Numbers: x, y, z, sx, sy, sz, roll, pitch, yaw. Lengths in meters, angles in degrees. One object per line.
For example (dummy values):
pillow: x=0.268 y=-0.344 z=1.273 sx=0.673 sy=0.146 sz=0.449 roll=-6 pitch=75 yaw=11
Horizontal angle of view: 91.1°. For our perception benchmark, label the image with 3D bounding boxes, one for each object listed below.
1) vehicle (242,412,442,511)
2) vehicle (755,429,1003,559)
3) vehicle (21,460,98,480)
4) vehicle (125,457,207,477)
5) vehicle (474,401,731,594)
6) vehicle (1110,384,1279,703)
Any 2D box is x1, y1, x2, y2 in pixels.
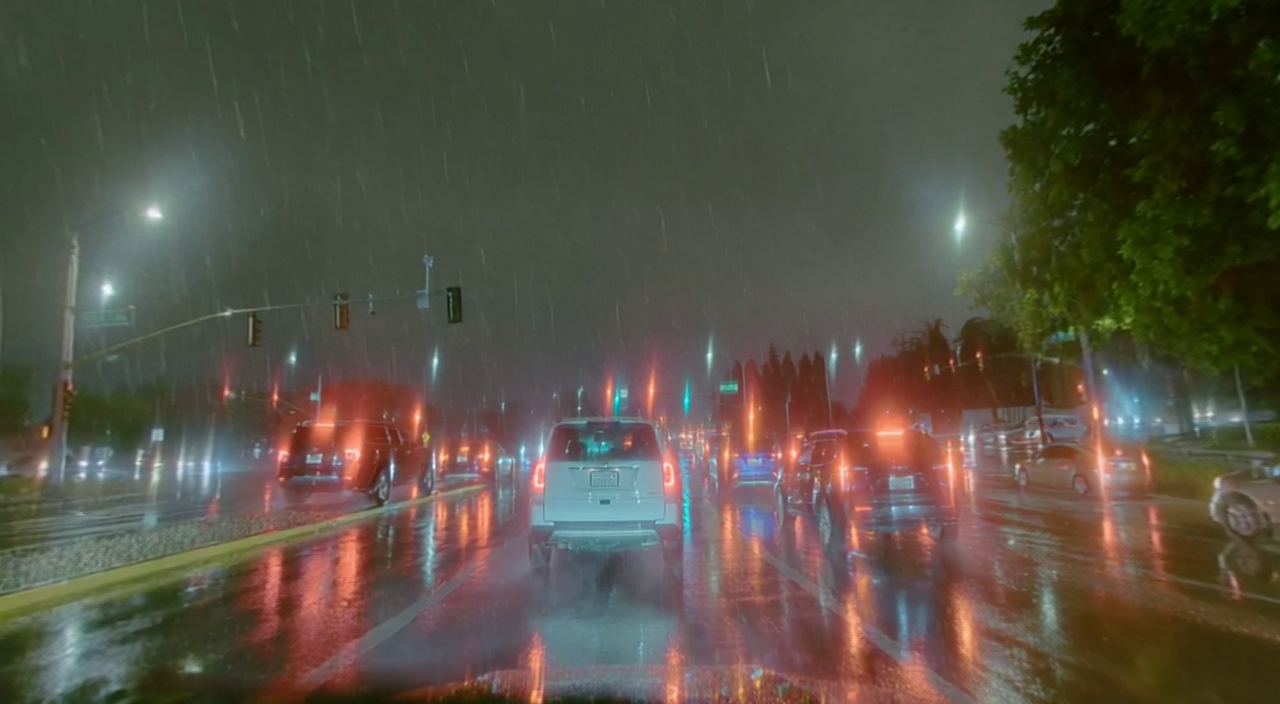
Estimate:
vehicle: x=-6.719 y=2.549 z=15.021 sx=2.214 sy=1.953 sz=5.017 roll=0 pitch=-8 yaw=1
vehicle: x=3.160 y=1.970 z=9.501 sx=1.971 sy=1.473 sz=4.495 roll=0 pitch=-8 yaw=0
vehicle: x=-45.665 y=9.258 z=49.433 sx=4.232 sy=1.498 sz=1.791 roll=0 pitch=-8 yaw=1
vehicle: x=-37.308 y=9.031 z=49.504 sx=4.914 sy=1.487 sz=1.850 roll=0 pitch=-8 yaw=0
vehicle: x=-0.318 y=1.585 z=7.649 sx=2.256 sy=1.694 sz=4.055 roll=0 pitch=-8 yaw=0
vehicle: x=3.308 y=0.669 z=0.846 sx=1.980 sy=1.515 sz=4.362 roll=0 pitch=-8 yaw=1
